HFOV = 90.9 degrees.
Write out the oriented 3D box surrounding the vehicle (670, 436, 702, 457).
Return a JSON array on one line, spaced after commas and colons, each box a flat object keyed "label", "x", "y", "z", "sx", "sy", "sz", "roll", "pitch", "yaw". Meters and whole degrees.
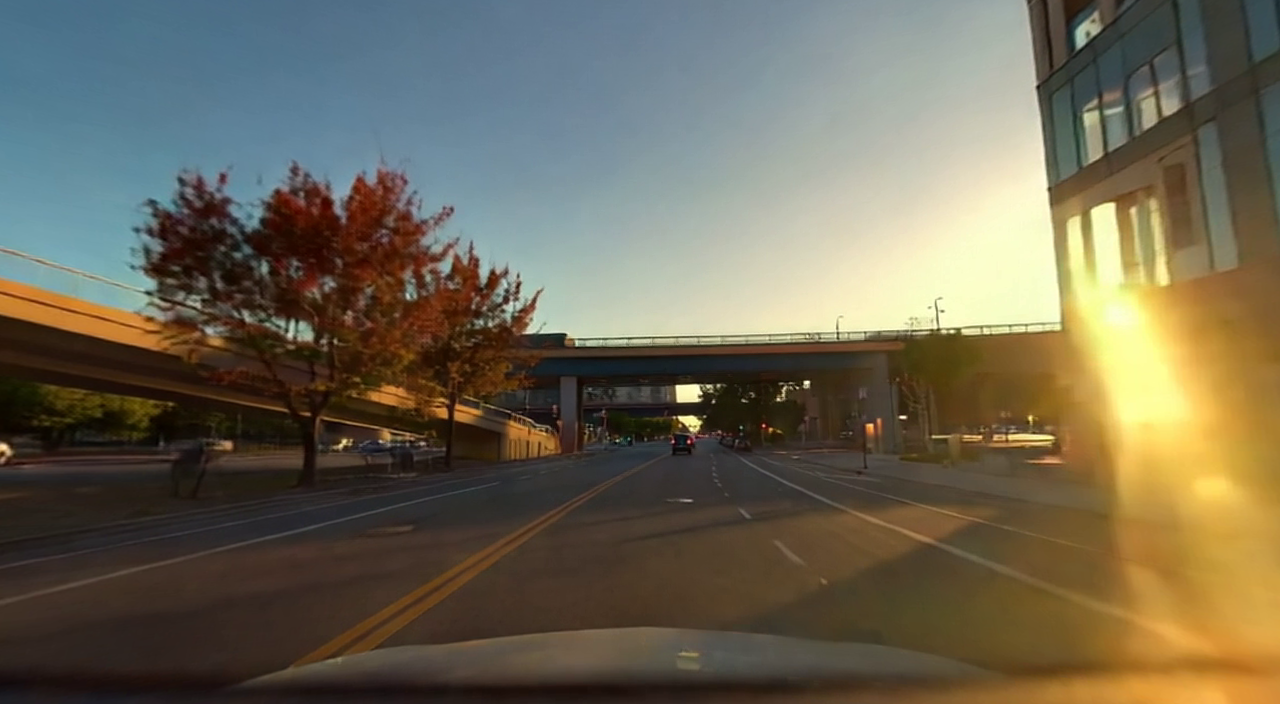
[{"label": "vehicle", "x": 3.514, "y": 7.100, "z": 47.539, "sx": 2.280, "sy": 1.475, "sz": 4.051, "roll": -1, "pitch": -8, "yaw": 6}]
